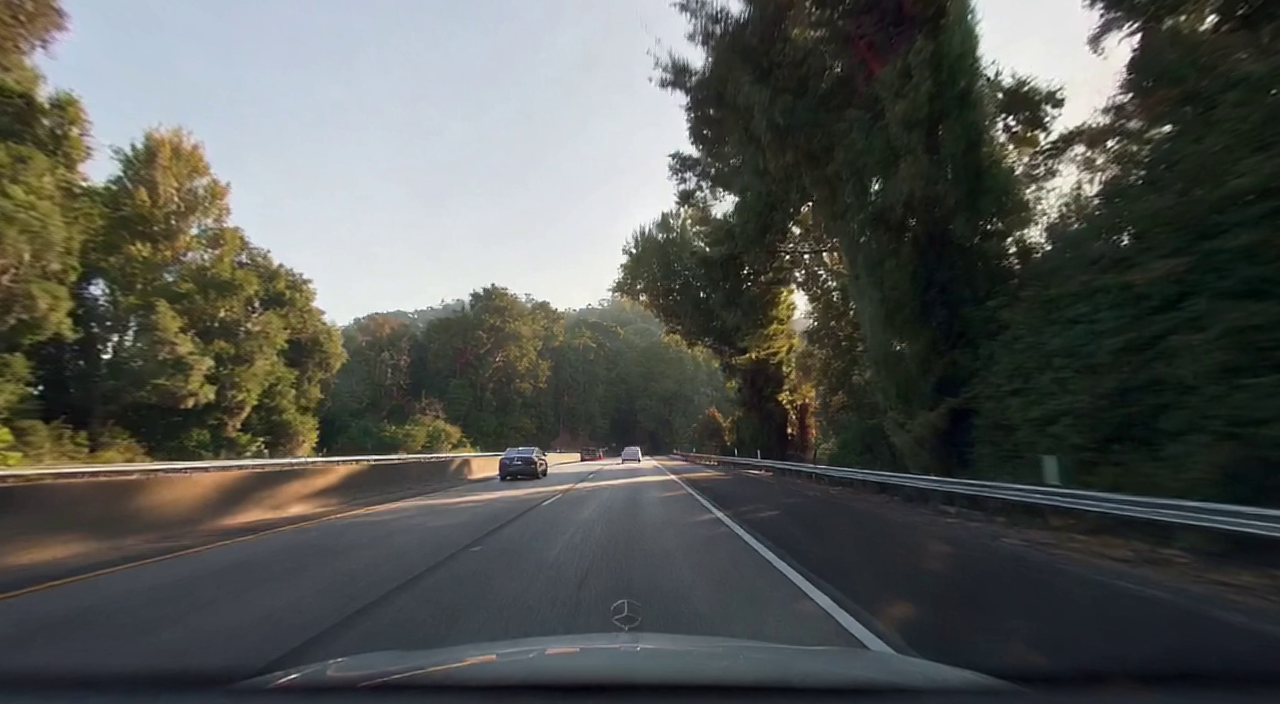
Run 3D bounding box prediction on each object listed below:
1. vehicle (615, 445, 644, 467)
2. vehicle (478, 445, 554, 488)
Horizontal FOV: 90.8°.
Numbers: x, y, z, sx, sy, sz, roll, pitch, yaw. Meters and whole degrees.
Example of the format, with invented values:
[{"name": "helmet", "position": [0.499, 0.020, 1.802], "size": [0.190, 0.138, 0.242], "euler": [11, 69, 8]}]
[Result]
[{"name": "vehicle", "position": [-0.870, 7.975, 48.581], "size": [2.070, 1.603, 4.806], "euler": [0, -9, -3]}, {"name": "vehicle", "position": [-4.633, 4.346, 24.284], "size": [2.052, 1.468, 4.390], "euler": [0, -9, 0]}]
